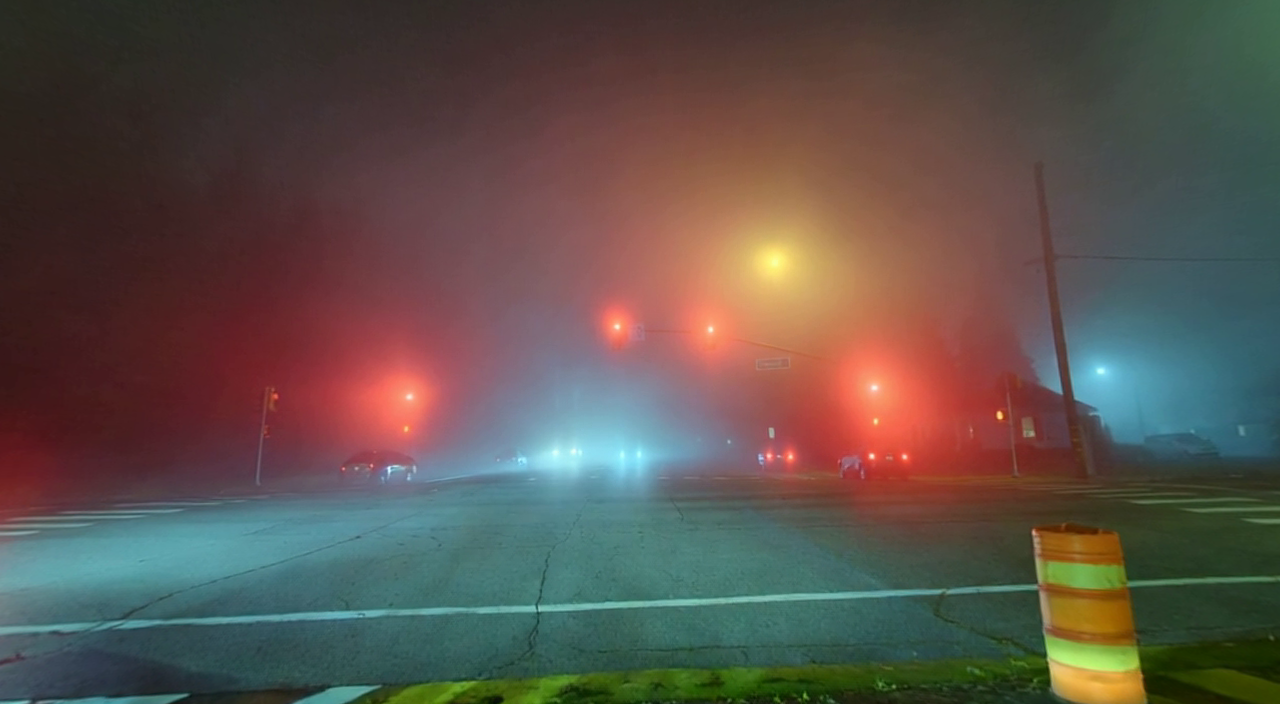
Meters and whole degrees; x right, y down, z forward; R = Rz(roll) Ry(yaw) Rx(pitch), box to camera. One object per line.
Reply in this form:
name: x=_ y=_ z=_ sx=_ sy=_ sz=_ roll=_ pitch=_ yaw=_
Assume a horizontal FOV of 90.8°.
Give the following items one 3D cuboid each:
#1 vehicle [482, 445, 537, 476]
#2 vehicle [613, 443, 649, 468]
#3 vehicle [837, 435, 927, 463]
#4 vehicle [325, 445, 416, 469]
vehicle: x=-6.611 y=5.531 z=32.383 sx=1.881 sy=1.452 sz=4.121 roll=0 pitch=-8 yaw=0
vehicle: x=-0.532 y=6.305 z=38.631 sx=2.105 sy=1.457 sz=4.173 roll=0 pitch=-8 yaw=-1
vehicle: x=15.373 y=6.180 z=40.312 sx=4.892 sy=1.656 sz=1.856 roll=0 pitch=-8 yaw=0
vehicle: x=-16.397 y=6.391 z=38.599 sx=4.713 sy=1.409 sz=1.918 roll=0 pitch=-8 yaw=-2
